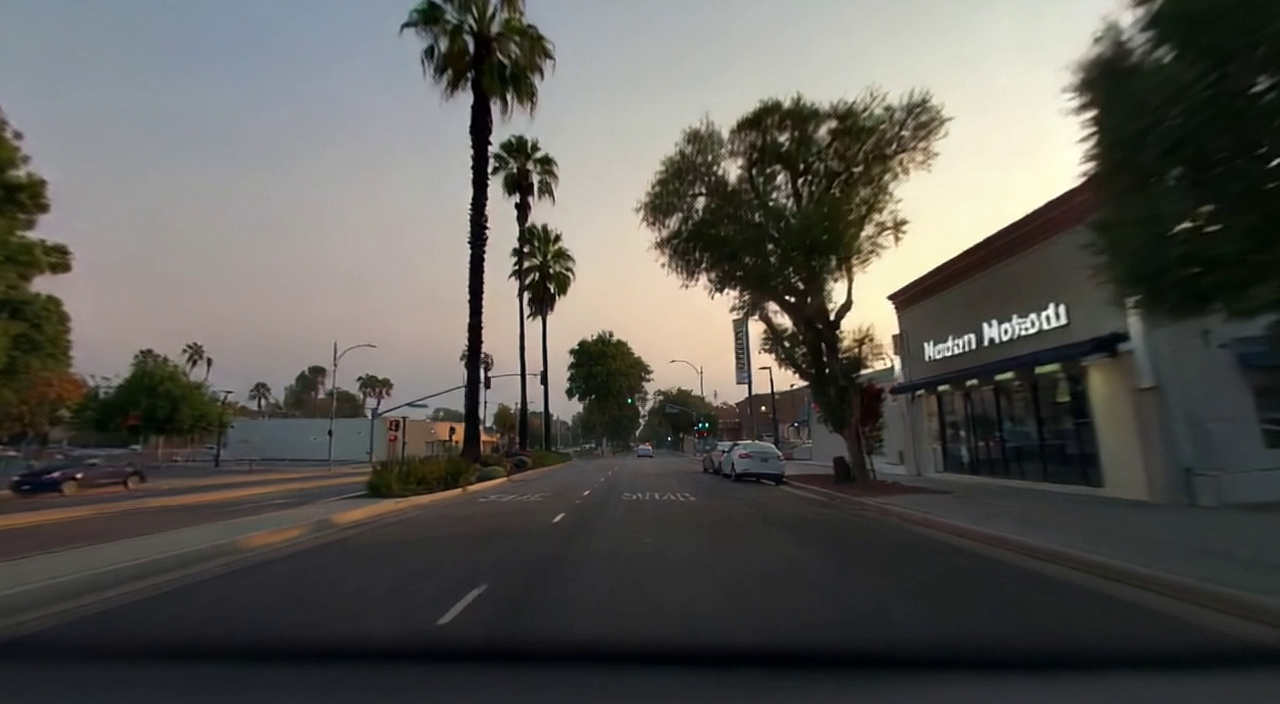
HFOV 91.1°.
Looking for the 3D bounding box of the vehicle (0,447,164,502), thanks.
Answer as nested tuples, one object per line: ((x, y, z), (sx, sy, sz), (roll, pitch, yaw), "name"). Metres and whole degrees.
((-20.347, 4.438, 23.055), (2.097, 1.772, 4.576), (-1, -10, -1), "vehicle")

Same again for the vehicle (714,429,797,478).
((4.182, 3.783, 23.595), (2.089, 1.652, 4.668), (1, -9, -2), "vehicle")
